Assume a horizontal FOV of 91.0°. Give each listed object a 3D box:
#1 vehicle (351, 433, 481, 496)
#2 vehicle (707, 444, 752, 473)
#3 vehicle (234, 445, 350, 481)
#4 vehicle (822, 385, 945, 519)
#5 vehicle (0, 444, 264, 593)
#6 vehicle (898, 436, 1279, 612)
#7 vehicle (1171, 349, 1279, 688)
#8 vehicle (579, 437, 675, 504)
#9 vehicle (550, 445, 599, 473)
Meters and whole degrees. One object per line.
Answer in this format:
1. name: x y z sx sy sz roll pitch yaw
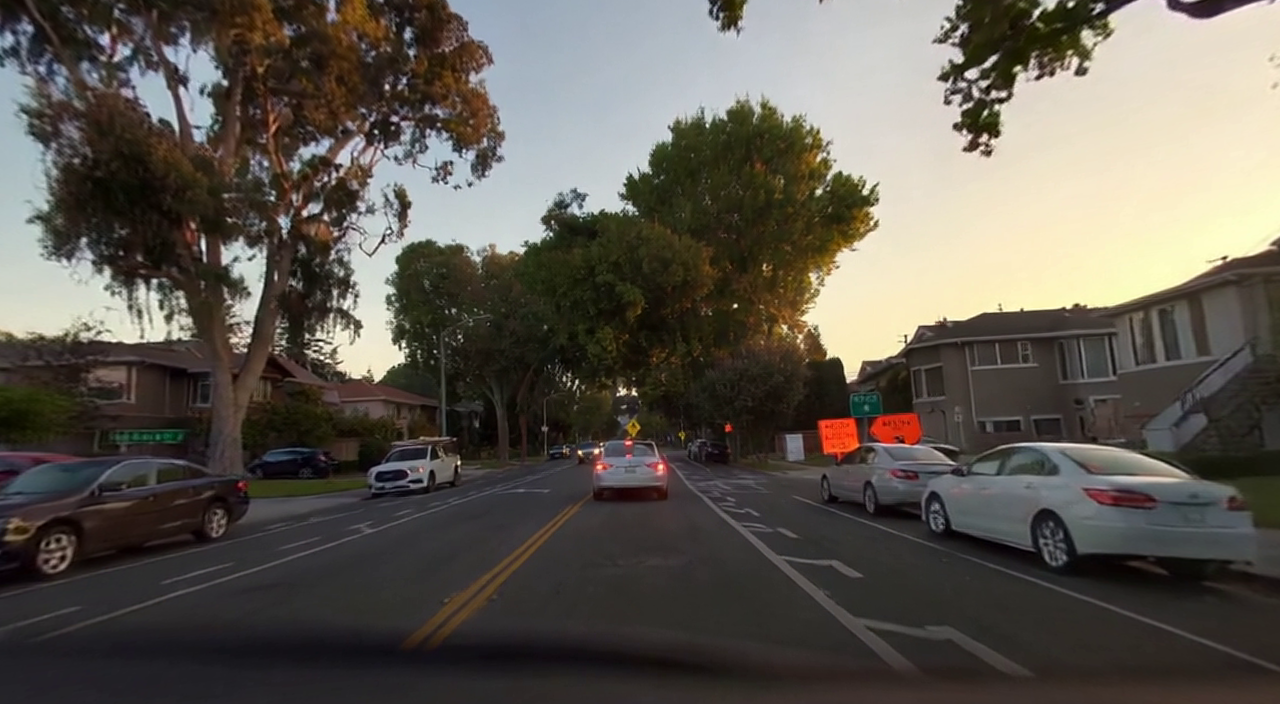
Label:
1. vehicle: -8.161 4.166 23.812 2.659 2.047 6.014 0 -9 0
2. vehicle: 4.913 5.877 35.059 1.985 1.481 4.116 0 -9 1
3. vehicle: -16.665 5.324 30.307 4.468 1.517 1.796 -1 -9 -2
4. vehicle: 5.252 2.177 13.937 1.409 2.648 2.645 0 -8 -4
5. vehicle: -8.009 2.229 9.422 2.036 1.676 4.440 0 -9 -1
6. vehicle: 5.098 1.810 7.716 1.864 1.480 4.587 0 -9 -1
7. vehicle: 4.857 0.624 1.331 2.279 1.946 5.925 0 -8 0
8. vehicle: -0.260 2.953 16.148 2.151 1.481 4.084 0 -9 1
9. vehicle: -3.906 6.183 36.669 1.997 1.464 4.925 2 -9 -15
